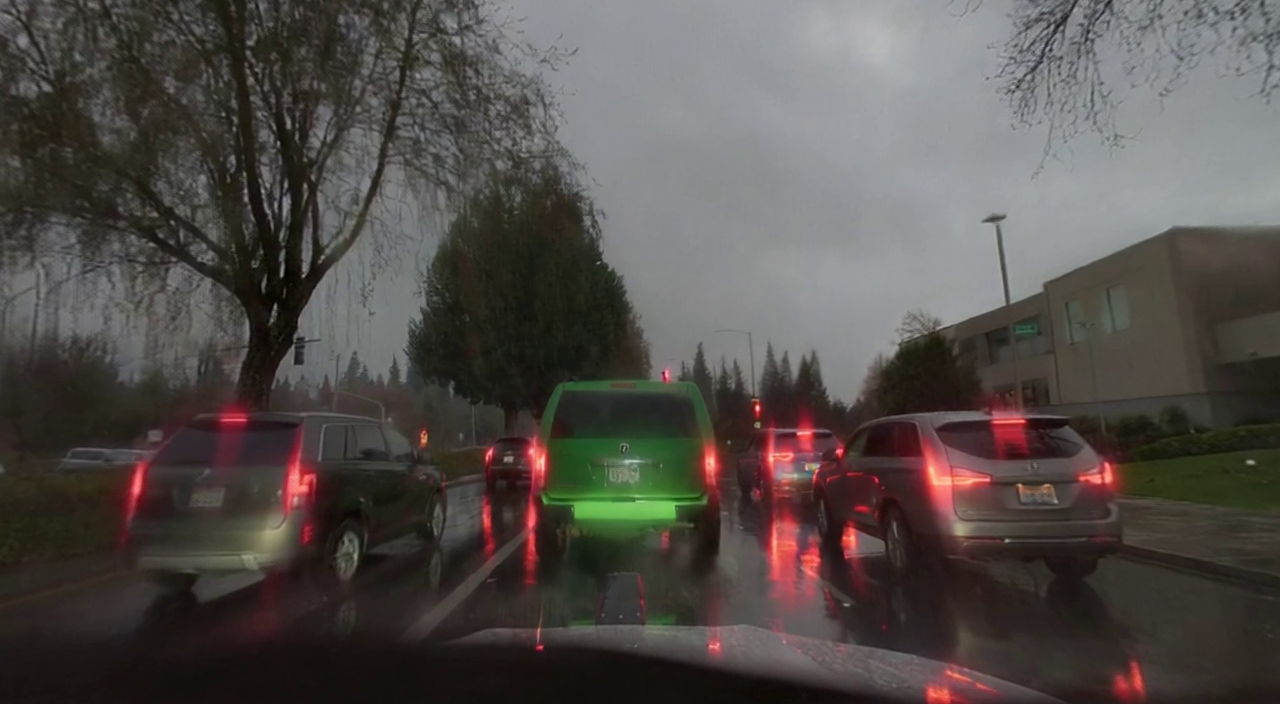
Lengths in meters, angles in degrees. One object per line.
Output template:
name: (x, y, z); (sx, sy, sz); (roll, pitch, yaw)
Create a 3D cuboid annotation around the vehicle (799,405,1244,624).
vehicle: (3.466, 1.559, 7.041); (2.202, 1.657, 4.298); (0, -9, -1)

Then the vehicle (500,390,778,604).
vehicle: (-0.029, 1.490, 7.249); (2.294, 1.761, 3.857); (0, -9, -1)

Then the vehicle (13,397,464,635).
vehicle: (-3.371, 1.444, 6.501); (1.961, 1.639, 4.064); (0, -9, -1)
